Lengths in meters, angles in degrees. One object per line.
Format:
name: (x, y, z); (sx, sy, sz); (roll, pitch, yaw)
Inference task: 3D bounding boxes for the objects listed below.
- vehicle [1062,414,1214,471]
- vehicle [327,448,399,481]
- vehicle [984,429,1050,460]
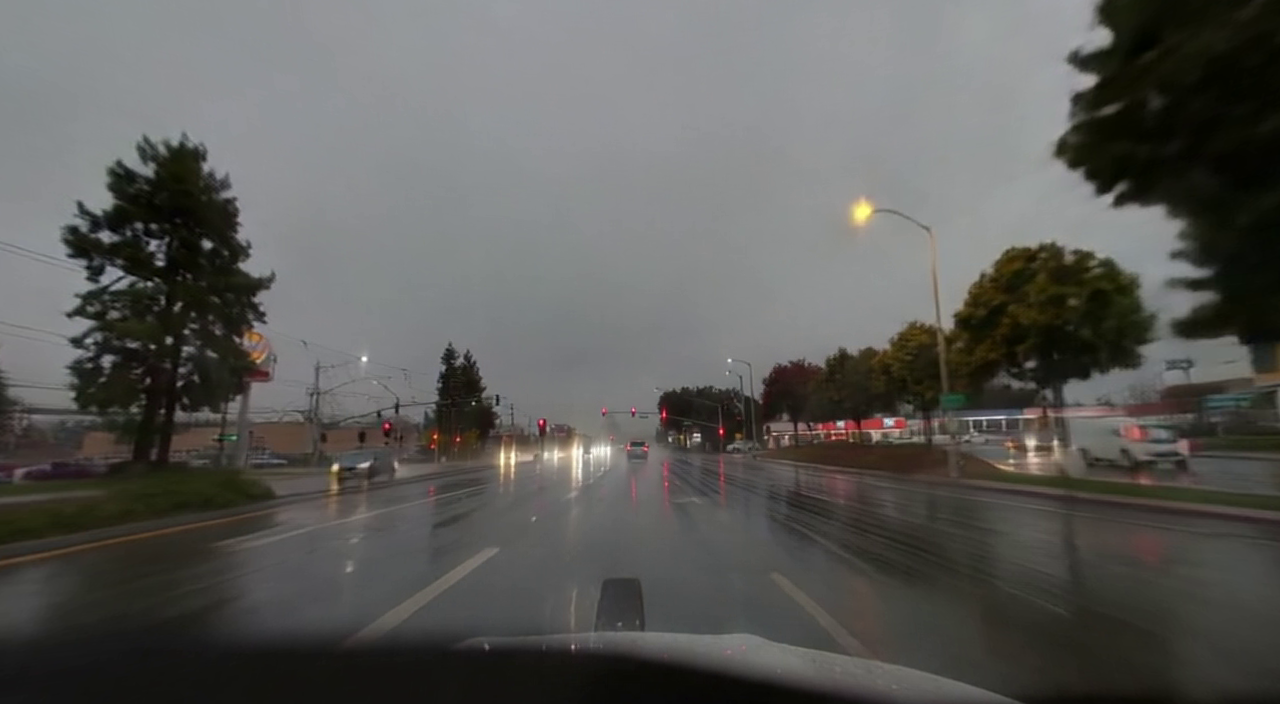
vehicle: (16.121, 2.994, 20.831); (1.944, 1.646, 4.594); (-2, -9, 11)
vehicle: (-14.790, 6.010, 33.991); (2.020, 1.645, 4.146); (0, -8, -1)
vehicle: (19.308, 4.776, 32.506); (1.767, 1.466, 3.855); (-2, -9, 14)
